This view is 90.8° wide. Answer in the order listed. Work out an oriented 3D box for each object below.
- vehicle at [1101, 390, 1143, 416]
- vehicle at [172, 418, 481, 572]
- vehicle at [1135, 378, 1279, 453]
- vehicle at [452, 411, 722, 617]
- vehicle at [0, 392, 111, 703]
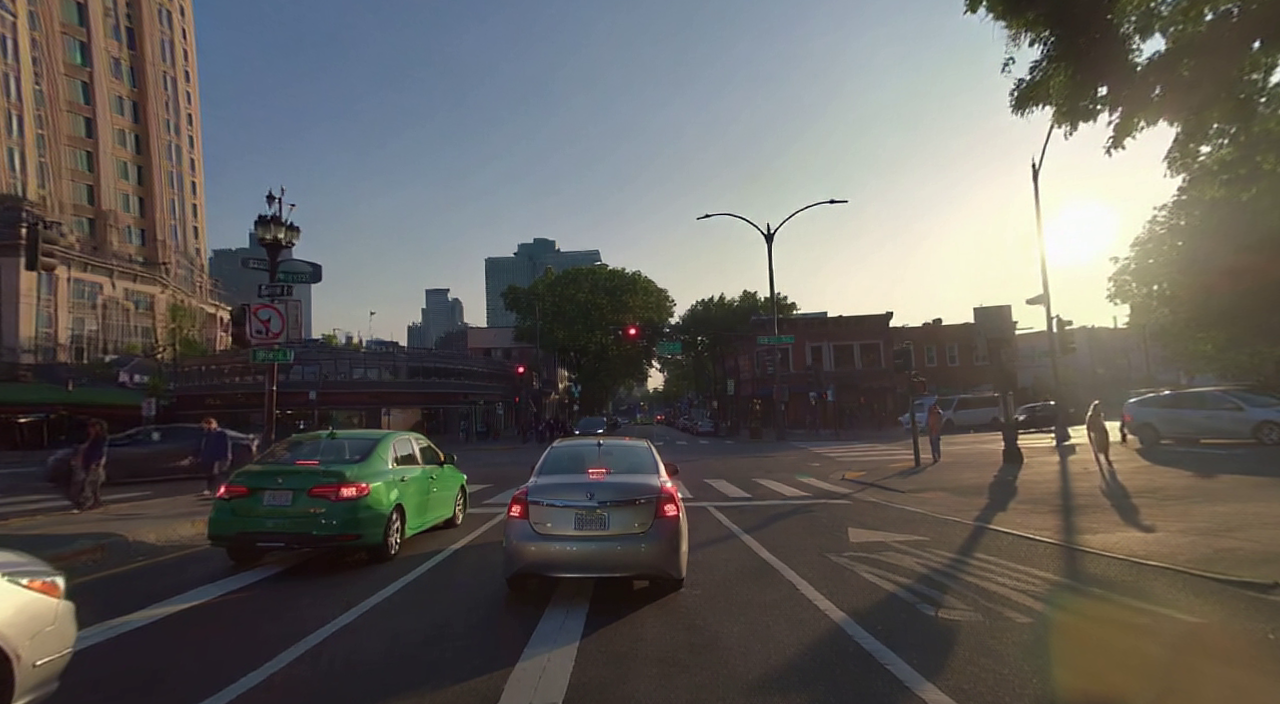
[{"bbox_3d":[37.316,4.000,49.009,1.958,1.667,4.392,-5,-10,30],"label":"vehicle"},{"bbox_3d":[-3.685,1.749,8.518,1.934,1.522,4.287,0,-8,0],"label":"vehicle"},{"bbox_3d":[21.629,2.356,22.876,5.863,2.493,2.354,2,-9,-12],"label":"vehicle"},{"bbox_3d":[-0.407,1.497,6.725,1.999,1.520,3.896,0,-8,0],"label":"vehicle"},{"bbox_3d":[-3.903,0.701,1.171,1.995,1.524,4.438,0,-8,0],"label":"vehicle"}]
